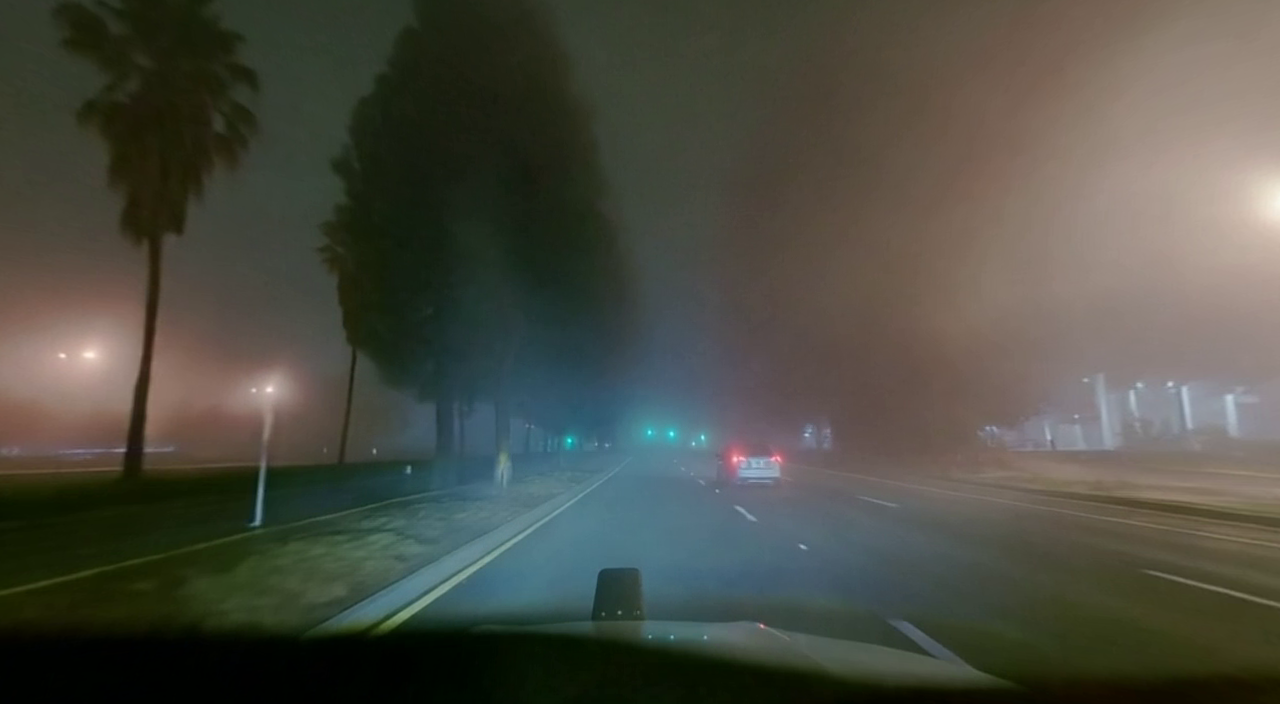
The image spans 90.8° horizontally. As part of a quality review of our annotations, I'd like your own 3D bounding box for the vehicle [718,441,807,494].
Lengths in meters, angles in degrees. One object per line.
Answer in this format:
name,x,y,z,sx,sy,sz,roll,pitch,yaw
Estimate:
vehicle,3.761,3.622,20.246,1.928,1.481,4.453,0,-9,0
